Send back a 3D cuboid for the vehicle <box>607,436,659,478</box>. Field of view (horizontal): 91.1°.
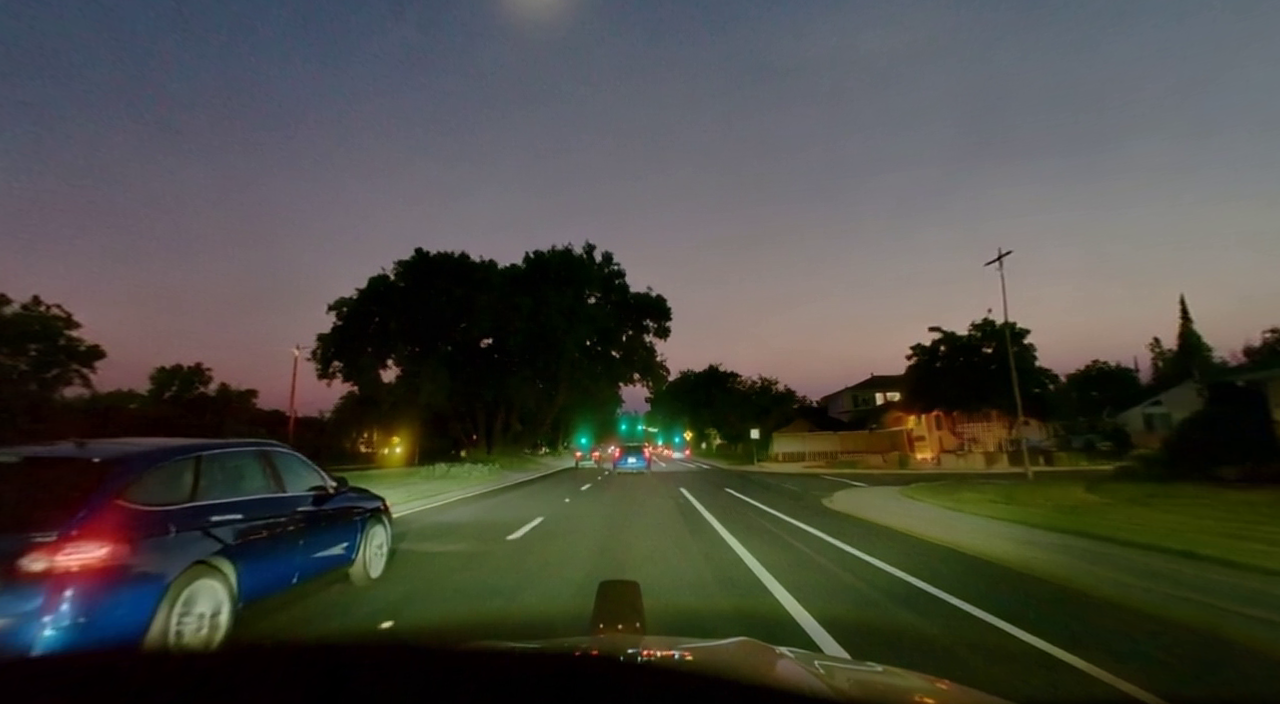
[{"bbox_3d":[-0.275,4.763,28.665,2.220,1.742,4.047,0,-8,1],"label":"vehicle"}]

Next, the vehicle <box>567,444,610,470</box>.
[{"bbox_3d":[-2.943,6.164,37.017,2.032,1.433,4.458,0,-8,2],"label":"vehicle"}]

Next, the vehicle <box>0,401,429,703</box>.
[{"bbox_3d":[-3.615,1.279,4.855,2.105,1.469,4.978,0,-8,2],"label":"vehicle"}]
